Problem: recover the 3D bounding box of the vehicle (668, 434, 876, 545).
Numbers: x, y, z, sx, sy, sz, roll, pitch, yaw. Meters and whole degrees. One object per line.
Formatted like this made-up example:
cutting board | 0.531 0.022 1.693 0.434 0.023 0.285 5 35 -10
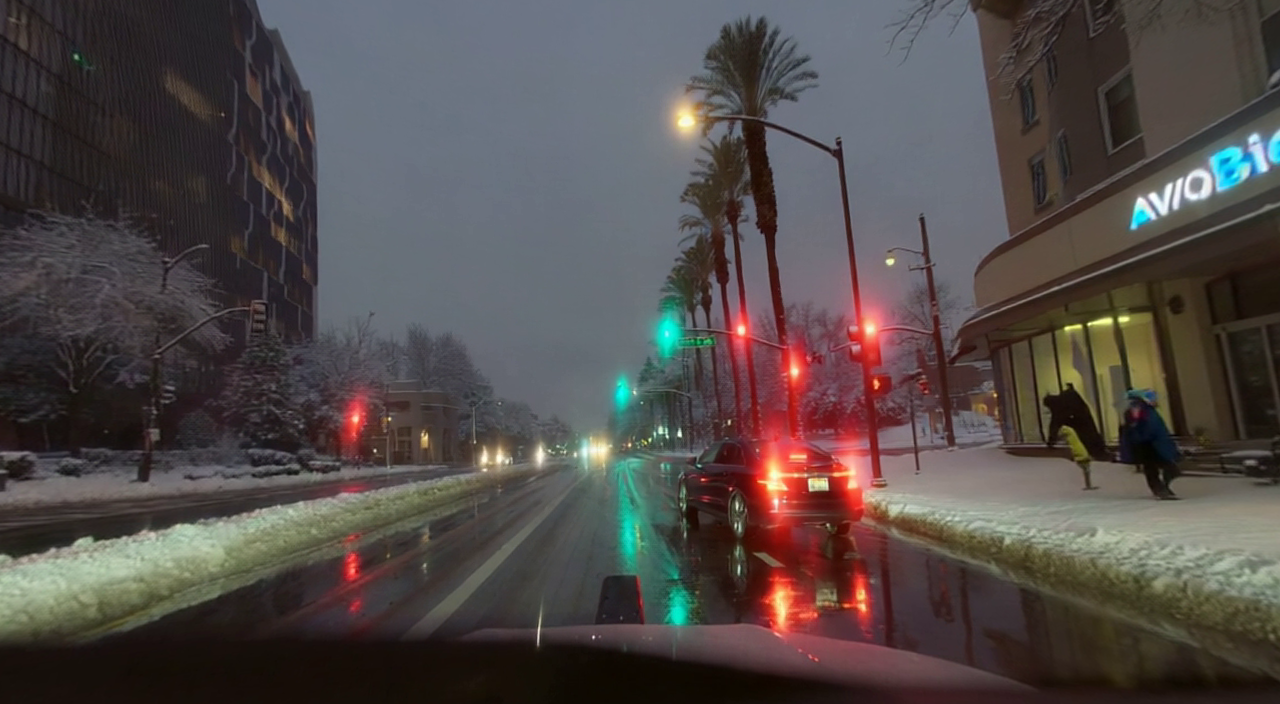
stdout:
vehicle | 1.919 2.205 10.976 2.090 1.466 4.676 1 -8 -7
